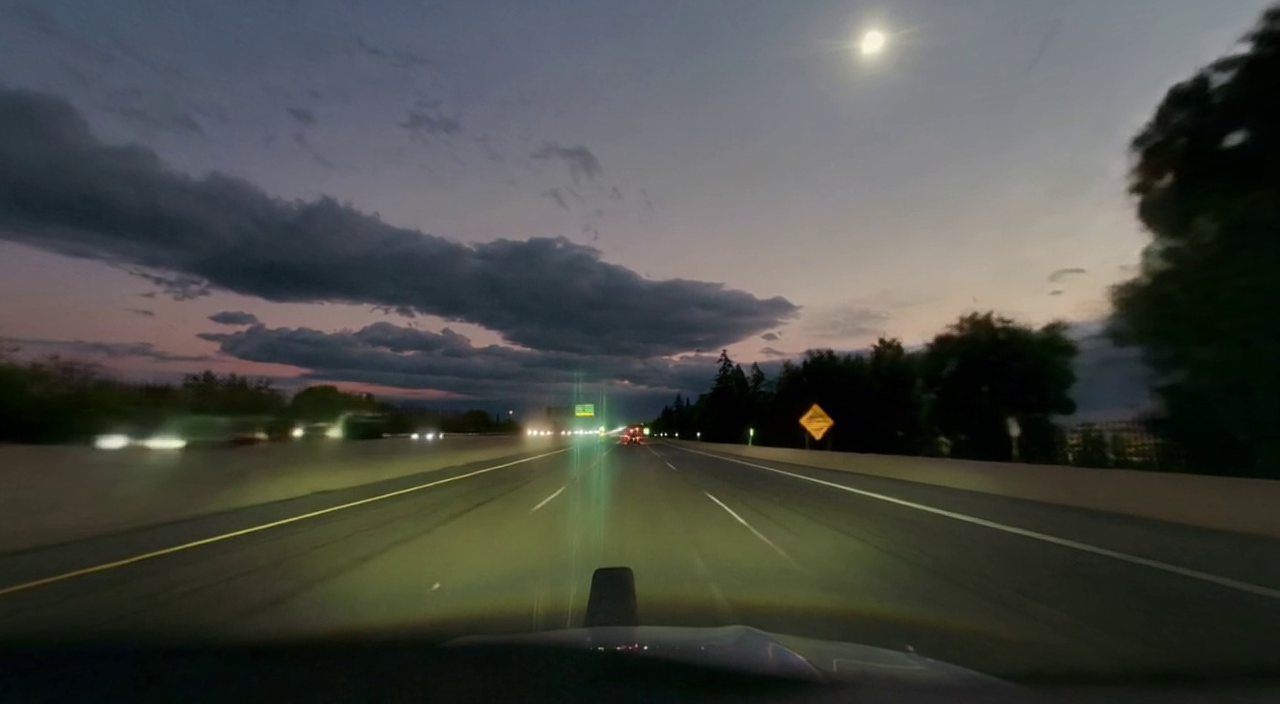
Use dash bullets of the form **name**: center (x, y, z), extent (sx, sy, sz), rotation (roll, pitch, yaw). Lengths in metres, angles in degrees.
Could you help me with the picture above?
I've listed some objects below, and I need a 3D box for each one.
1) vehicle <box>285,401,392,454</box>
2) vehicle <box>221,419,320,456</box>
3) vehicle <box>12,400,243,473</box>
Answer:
- **vehicle**: center (-16.101, 4.139, 34.208), extent (2.605, 2.606, 6.292), rotation (0, -8, 0)
- **vehicle**: center (-15.949, 3.740, 27.476), extent (1.816, 1.502, 4.194), rotation (0, -8, -1)
- **vehicle**: center (-12.158, 2.088, 15.471), extent (1.906, 1.530, 4.488), rotation (0, -8, 0)
